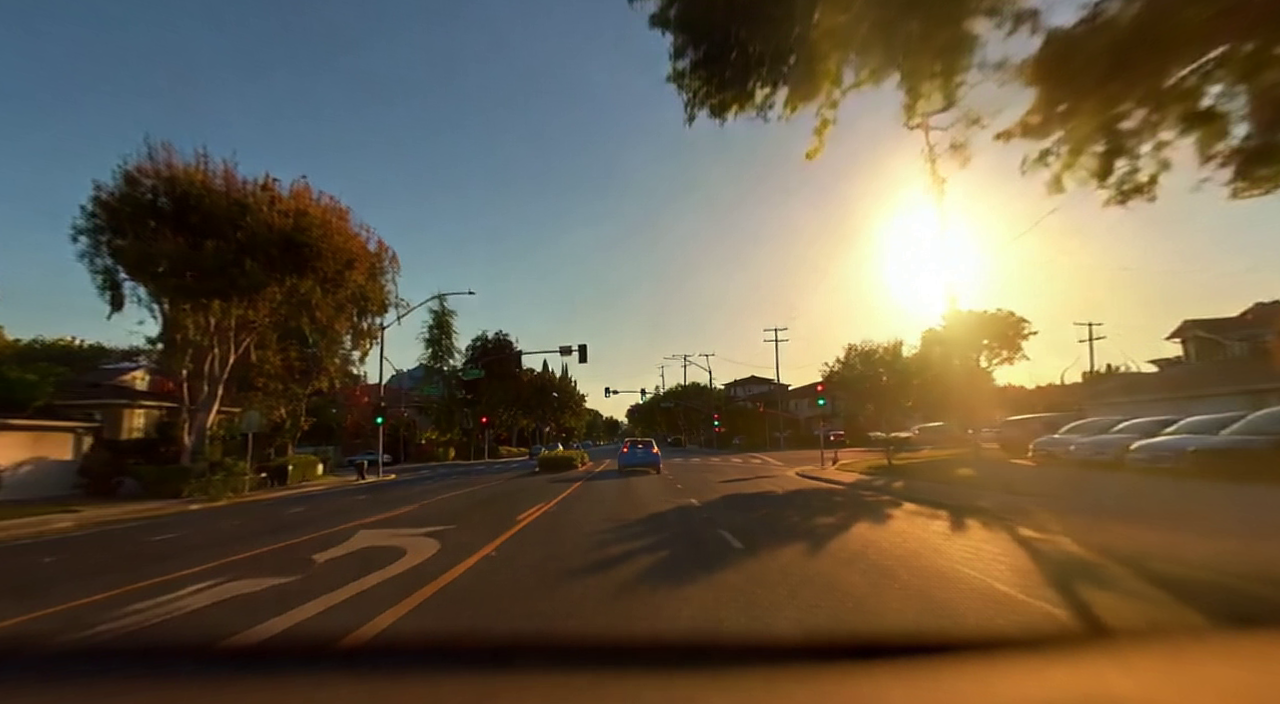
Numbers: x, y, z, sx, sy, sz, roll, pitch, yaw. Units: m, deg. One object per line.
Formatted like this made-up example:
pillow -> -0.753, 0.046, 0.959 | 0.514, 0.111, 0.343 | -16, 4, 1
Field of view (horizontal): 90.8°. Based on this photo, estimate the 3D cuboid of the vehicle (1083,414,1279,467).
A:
vehicle -> 16.194, 2.679, 18.997 | 4.275, 1.499, 1.882 | 0, -9, 0

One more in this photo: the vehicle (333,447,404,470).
vehicle -> -20.974, 8.260, 48.884 | 4.588, 1.703, 1.879 | 0, -9, 1

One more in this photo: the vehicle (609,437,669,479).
vehicle -> -0.029, 3.992, 23.980 | 2.104, 1.462, 3.991 | 0, -9, 0
